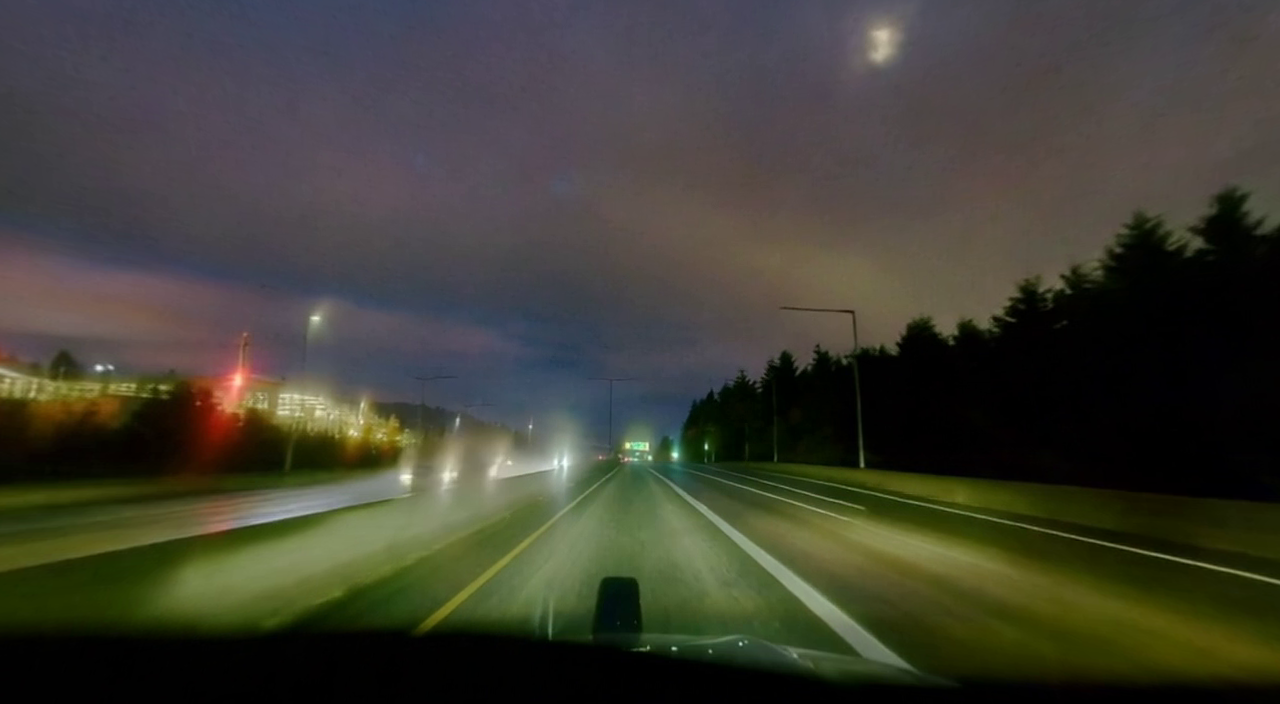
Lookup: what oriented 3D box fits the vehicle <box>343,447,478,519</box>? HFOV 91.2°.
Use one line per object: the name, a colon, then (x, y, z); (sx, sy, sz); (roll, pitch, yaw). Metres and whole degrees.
vehicle: (-5.780, 3.315, 16.436); (1.918, 1.590, 4.225); (-1, -9, 0)
